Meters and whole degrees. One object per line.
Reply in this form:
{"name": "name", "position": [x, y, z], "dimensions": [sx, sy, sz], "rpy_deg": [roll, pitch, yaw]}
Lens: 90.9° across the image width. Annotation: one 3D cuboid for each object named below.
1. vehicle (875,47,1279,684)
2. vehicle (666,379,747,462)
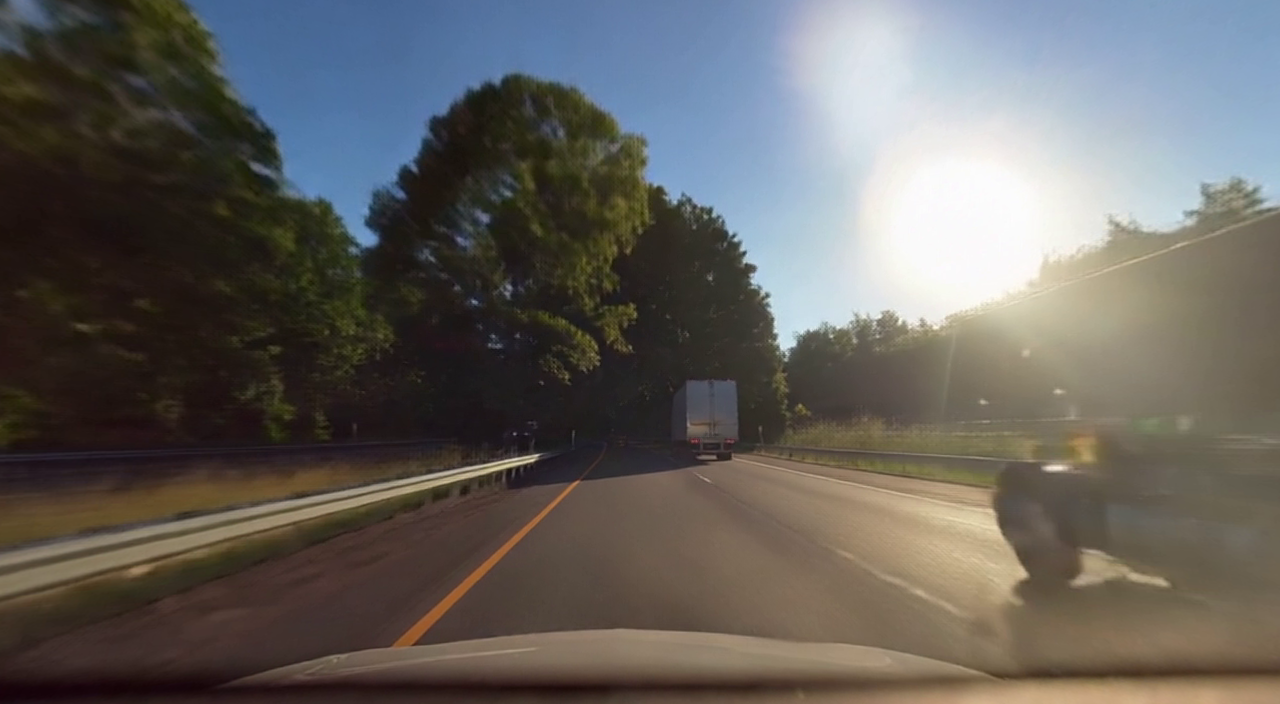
{"name": "vehicle", "position": [4.867, 0.262, 4.777], "dimensions": [2.938, 3.358, 8.114], "rpy_deg": [0, -8, 0]}
{"name": "vehicle", "position": [3.496, 4.169, 36.931], "dimensions": [2.974, 4.003, 12.849], "rpy_deg": [1, -8, -2]}
